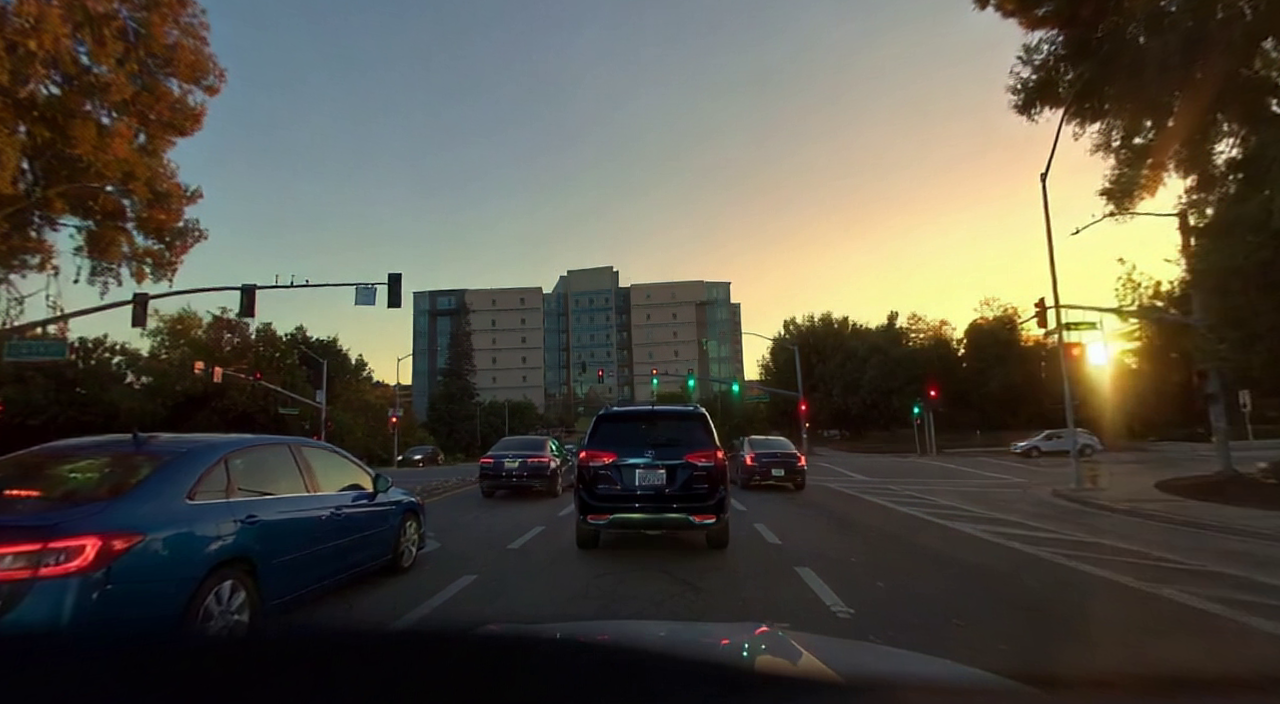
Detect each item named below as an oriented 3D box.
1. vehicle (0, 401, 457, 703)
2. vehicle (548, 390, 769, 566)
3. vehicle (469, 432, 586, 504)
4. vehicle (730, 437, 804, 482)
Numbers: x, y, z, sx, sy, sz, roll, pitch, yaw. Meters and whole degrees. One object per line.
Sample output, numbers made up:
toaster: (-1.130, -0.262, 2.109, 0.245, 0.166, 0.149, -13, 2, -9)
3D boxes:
vehicle: (-3.222, 1.298, 5.054, 1.958, 1.494, 4.624, 0, -8, 2)
vehicle: (0.221, 1.631, 8.838, 2.300, 1.832, 4.331, 0, -8, 1)
vehicle: (-2.560, 2.754, 15.372, 1.851, 1.502, 4.042, -1, -8, 4)
vehicle: (4.485, 3.843, 22.876, 1.979, 1.453, 4.011, 0, -8, 2)
